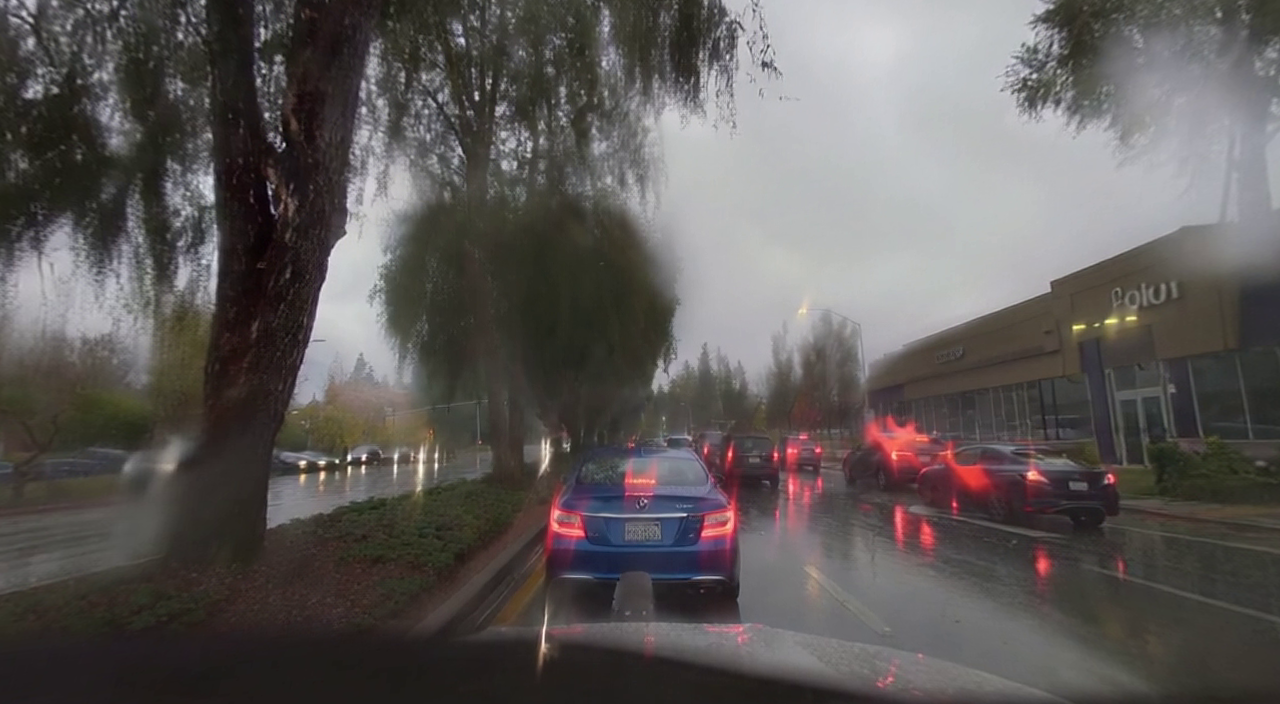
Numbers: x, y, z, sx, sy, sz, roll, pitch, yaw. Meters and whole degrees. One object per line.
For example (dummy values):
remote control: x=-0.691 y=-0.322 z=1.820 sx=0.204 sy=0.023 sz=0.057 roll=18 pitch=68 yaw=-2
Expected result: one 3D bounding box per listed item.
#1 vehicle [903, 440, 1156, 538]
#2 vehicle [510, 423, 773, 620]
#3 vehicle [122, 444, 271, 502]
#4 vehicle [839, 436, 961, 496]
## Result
vehicle: x=6.837 y=2.401 z=11.794 sx=1.911 sy=1.468 sz=4.417 roll=0 pitch=-8 yaw=0
vehicle: x=-0.017 y=1.601 z=7.009 sx=1.977 sy=1.465 sz=4.376 roll=0 pitch=-8 yaw=-1
vehicle: x=-15.034 y=4.067 z=21.745 sx=2.163 sy=1.743 sz=4.428 roll=1 pitch=-8 yaw=-5
vehicle: x=7.919 y=3.484 z=19.751 sx=1.963 sy=1.637 sz=4.527 roll=0 pitch=-8 yaw=1
